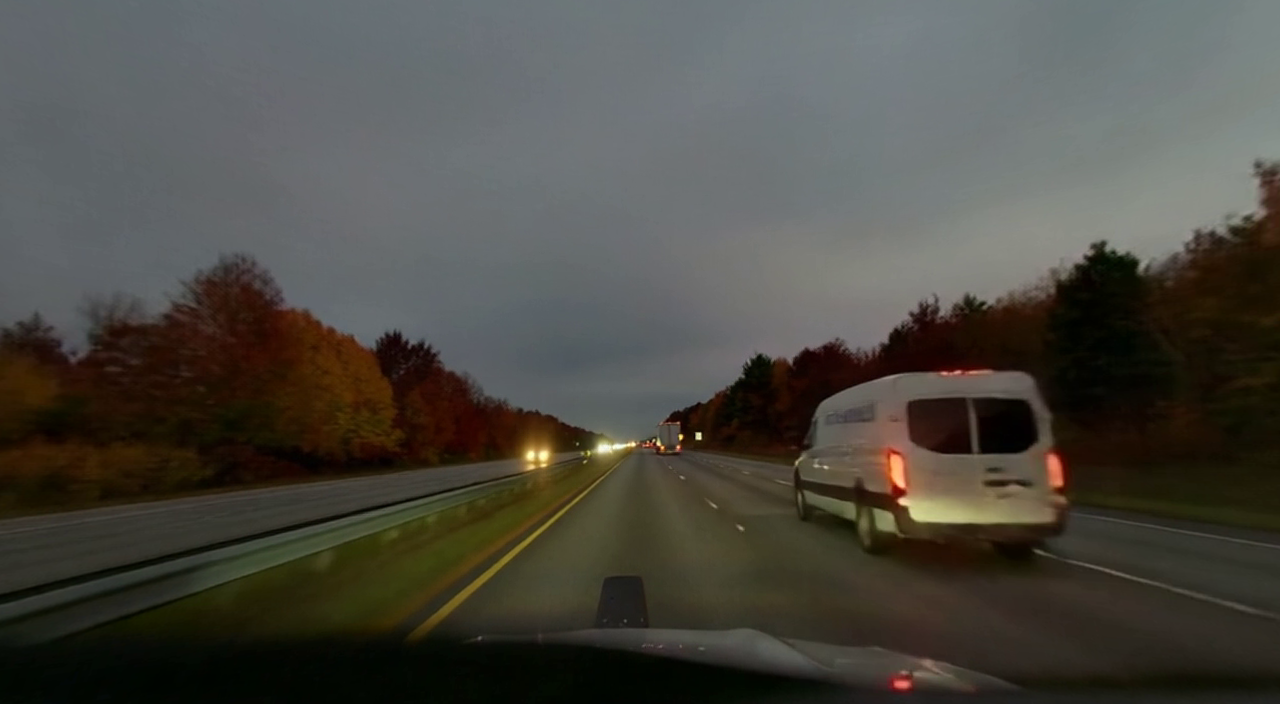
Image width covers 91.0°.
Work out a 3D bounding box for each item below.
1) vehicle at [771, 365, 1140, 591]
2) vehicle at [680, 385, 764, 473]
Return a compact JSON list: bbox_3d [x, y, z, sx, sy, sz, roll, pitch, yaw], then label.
[{"bbox_3d":[3.495,1.540,8.507,2.291,2.112,5.052,0,-8,0],"label":"vehicle"},{"bbox_3d":[4.437,4.827,38.006,3.208,4.202,15.777,0,-8,1],"label":"vehicle"}]
